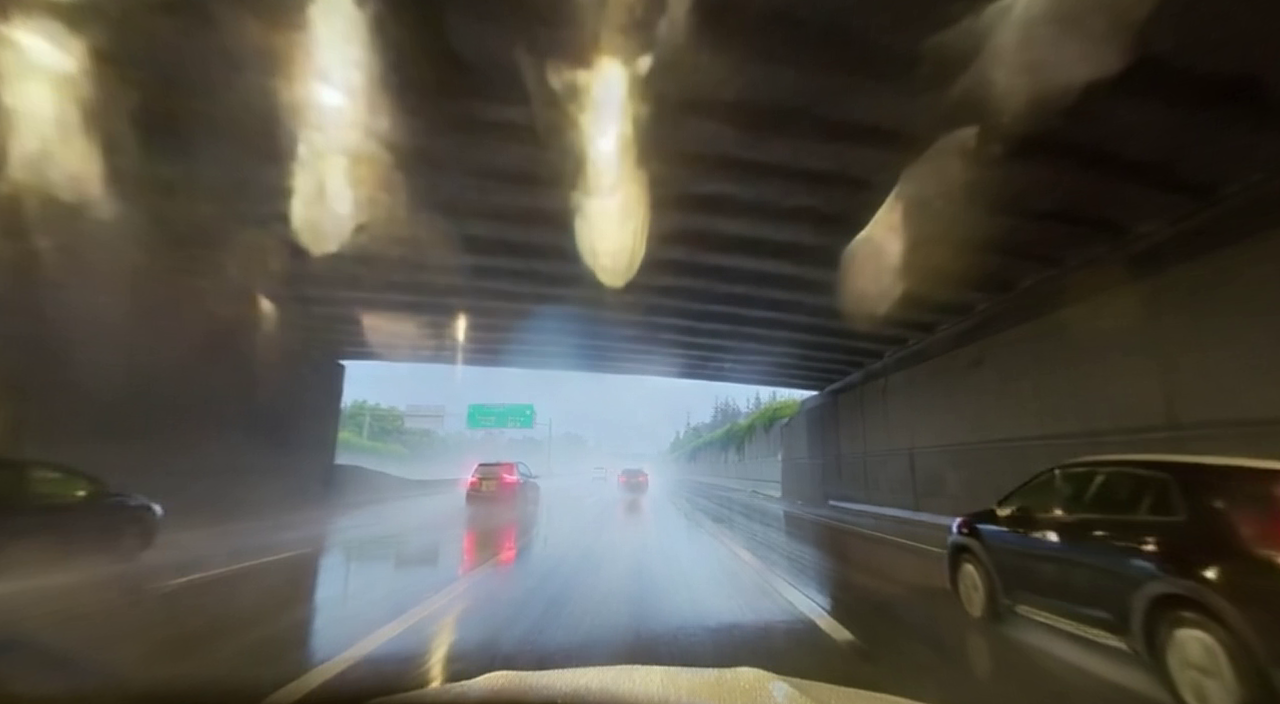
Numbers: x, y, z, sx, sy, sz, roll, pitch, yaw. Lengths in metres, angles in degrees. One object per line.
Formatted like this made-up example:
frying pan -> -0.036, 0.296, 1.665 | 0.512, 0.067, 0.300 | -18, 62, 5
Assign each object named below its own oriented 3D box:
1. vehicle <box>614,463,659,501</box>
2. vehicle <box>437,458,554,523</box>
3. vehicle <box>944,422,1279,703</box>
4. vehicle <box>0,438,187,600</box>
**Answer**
vehicle -> -0.178, 6.094, 29.735 | 1.992, 1.601, 3.762 | 1, -11, 0
vehicle -> -3.836, 3.814, 17.678 | 2.102, 1.521, 4.687 | 1, -11, 1
vehicle -> 3.860, 1.297, 3.790 | 1.992, 1.557, 4.017 | 1, -11, -1
vehicle -> -7.258, 1.612, 6.133 | 2.142, 1.545, 4.708 | 1, -11, 0
